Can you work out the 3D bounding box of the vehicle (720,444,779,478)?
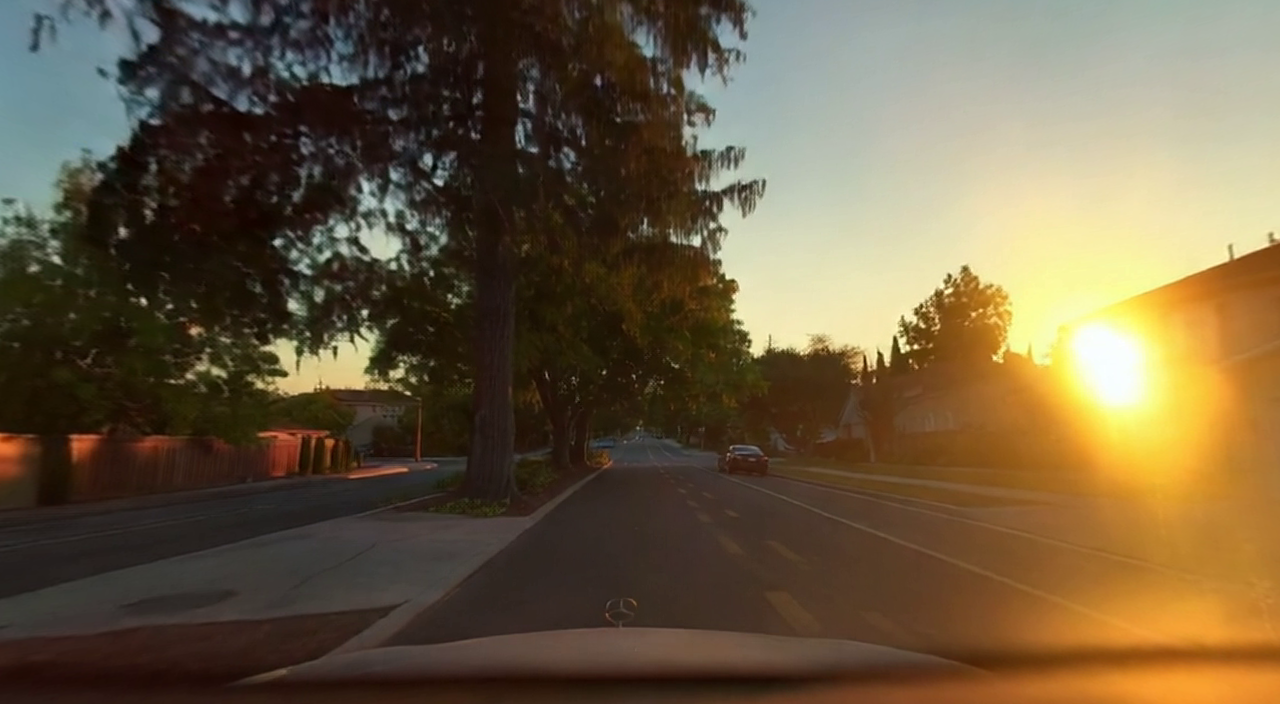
[{"bbox_3d":[5.050,5.063,29.690,1.904,1.475,4.386,0,-8,-1],"label":"vehicle"}]
